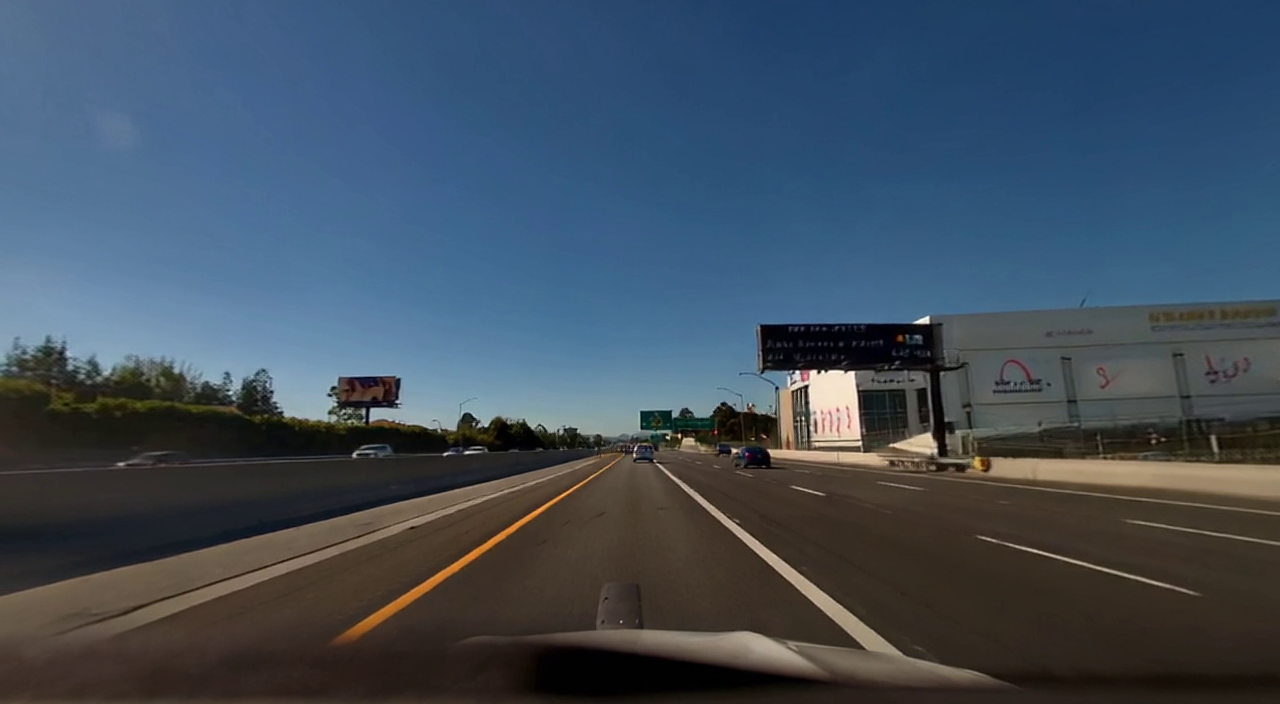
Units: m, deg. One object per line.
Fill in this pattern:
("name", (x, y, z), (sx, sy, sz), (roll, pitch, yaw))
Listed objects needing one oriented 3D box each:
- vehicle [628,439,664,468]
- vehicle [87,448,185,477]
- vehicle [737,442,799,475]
("vehicle", (0.299, 6.598, 41.307), (2.154, 1.786, 5.045), (0, -8, -2))
("vehicle", (-29.034, 6.344, 36.605), (1.850, 1.489, 4.772), (0, -9, -1))
("vehicle", (6.263, 5.273, 31.484), (1.976, 1.477, 4.448), (0, -9, -2))
